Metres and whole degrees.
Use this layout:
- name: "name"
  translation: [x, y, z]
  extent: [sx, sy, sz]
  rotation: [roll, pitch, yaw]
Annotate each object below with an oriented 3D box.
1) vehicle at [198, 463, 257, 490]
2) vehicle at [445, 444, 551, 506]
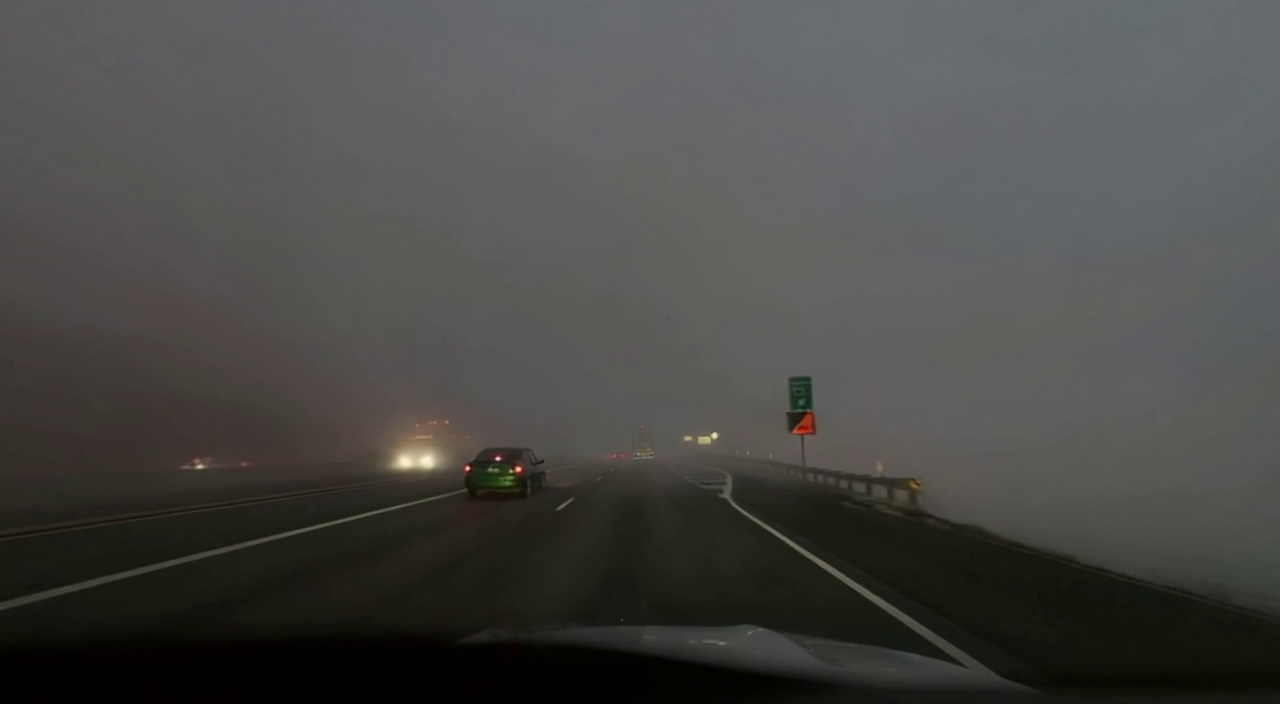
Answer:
- name: "vehicle"
  translation: [-26.860, 8.082, 41.230]
  extent: [1.764, 1.526, 4.237]
  rotation: [2, -9, -12]
- name: "vehicle"
  translation: [-3.718, 3.299, 17.303]
  extent: [1.886, 1.465, 4.119]
  rotation: [0, -9, 1]
